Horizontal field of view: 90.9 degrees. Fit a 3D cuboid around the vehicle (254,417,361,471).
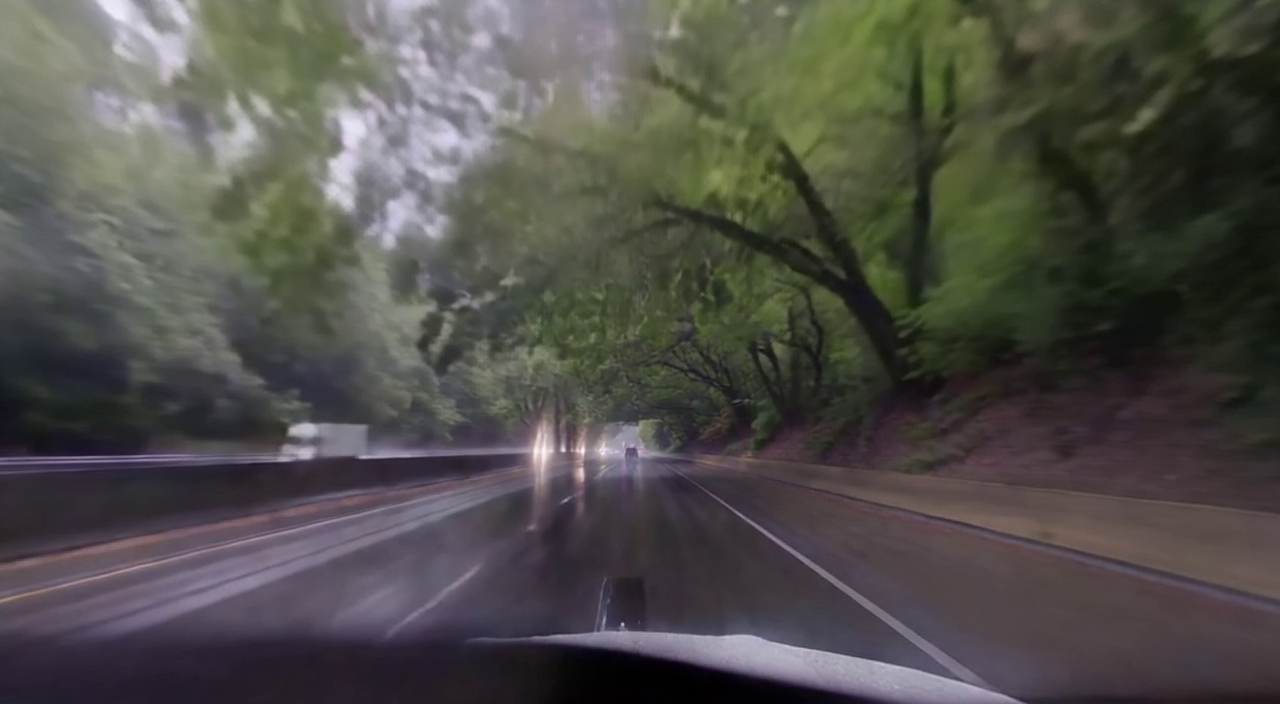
[{"bbox_3d":[-16.283,4.600,31.326,2.300,2.421,5.411,0,-9,0],"label":"vehicle"}]
